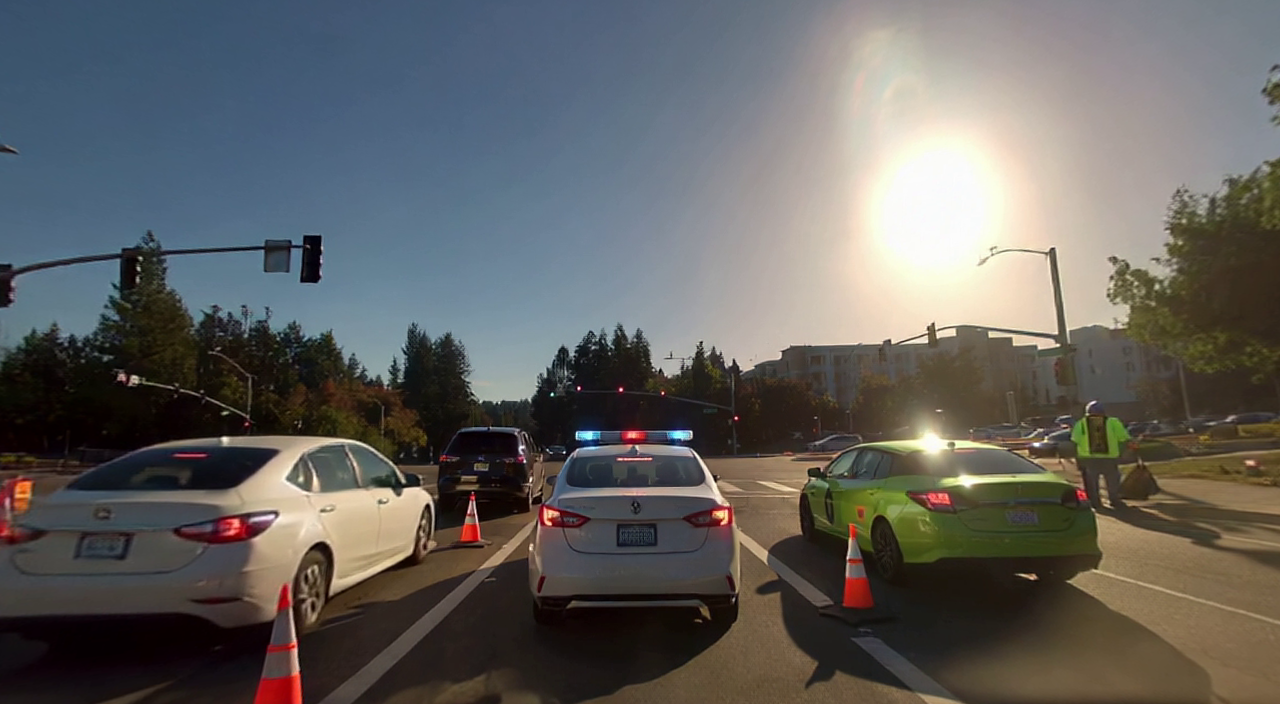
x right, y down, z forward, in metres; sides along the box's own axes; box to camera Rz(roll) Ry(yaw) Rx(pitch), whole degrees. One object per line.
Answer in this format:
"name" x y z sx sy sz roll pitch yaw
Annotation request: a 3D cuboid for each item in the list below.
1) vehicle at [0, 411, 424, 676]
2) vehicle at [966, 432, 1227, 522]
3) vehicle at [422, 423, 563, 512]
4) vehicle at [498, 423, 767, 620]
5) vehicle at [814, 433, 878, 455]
"vehicle" -3.620 1.412 5.727 1.863 1.526 4.006 0 -8 0
"vehicle" 9.356 2.579 13.575 1.957 1.576 4.670 0 -9 -3
"vehicle" -3.300 2.710 15.216 2.096 1.789 4.719 -1 -9 2
"vehicle" -0.114 1.626 7.071 2.061 1.486 4.332 0 -8 -2
"vehicle" 16.053 7.160 49.186 4.211 1.659 1.983 1 -9 -6
